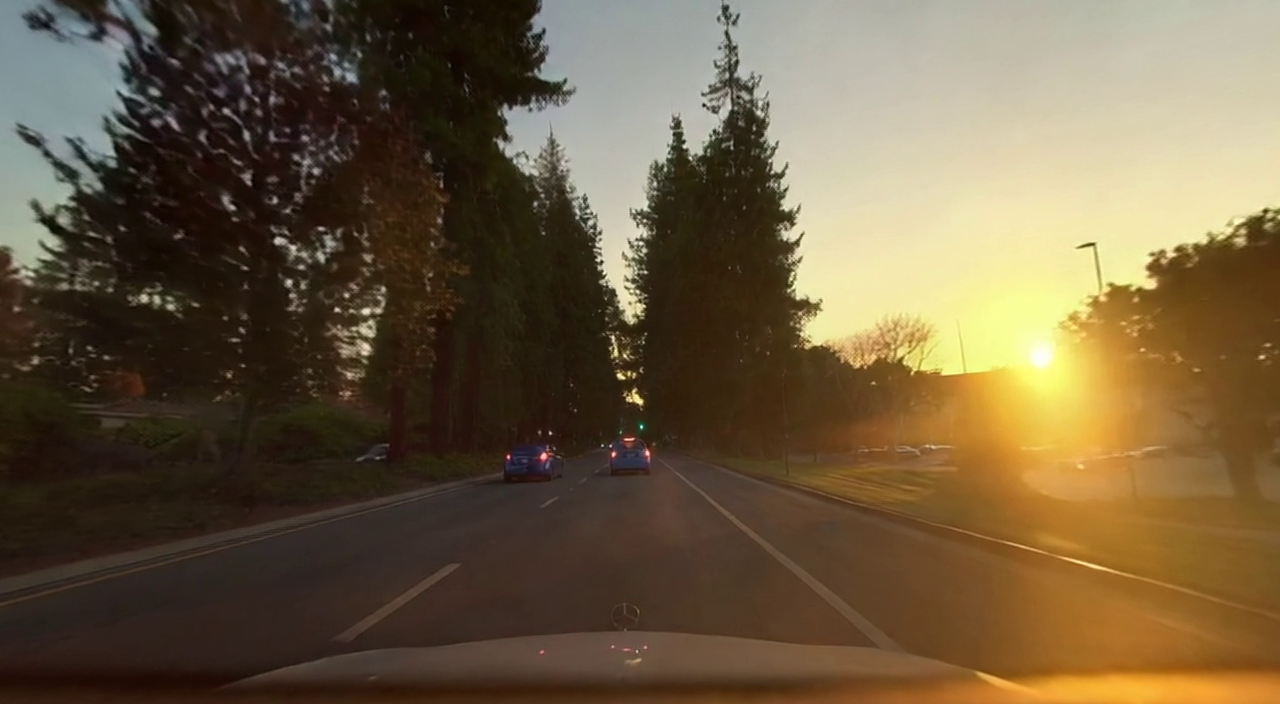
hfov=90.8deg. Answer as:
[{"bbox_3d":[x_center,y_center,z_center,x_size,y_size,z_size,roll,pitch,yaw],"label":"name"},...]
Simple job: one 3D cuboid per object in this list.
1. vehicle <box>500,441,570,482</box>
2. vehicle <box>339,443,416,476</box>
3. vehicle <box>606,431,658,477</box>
[{"bbox_3d":[-3.965,4.179,24.462,1.917,1.448,4.178,0,-8,1],"label":"vehicle"},{"bbox_3d":[-16.394,6.706,39.904,2.306,1.890,5.822,0,-8,0],"label":"vehicle"},{"bbox_3d":[-0.343,4.261,26.553,2.018,1.769,3.897,0,-8,-1],"label":"vehicle"}]
